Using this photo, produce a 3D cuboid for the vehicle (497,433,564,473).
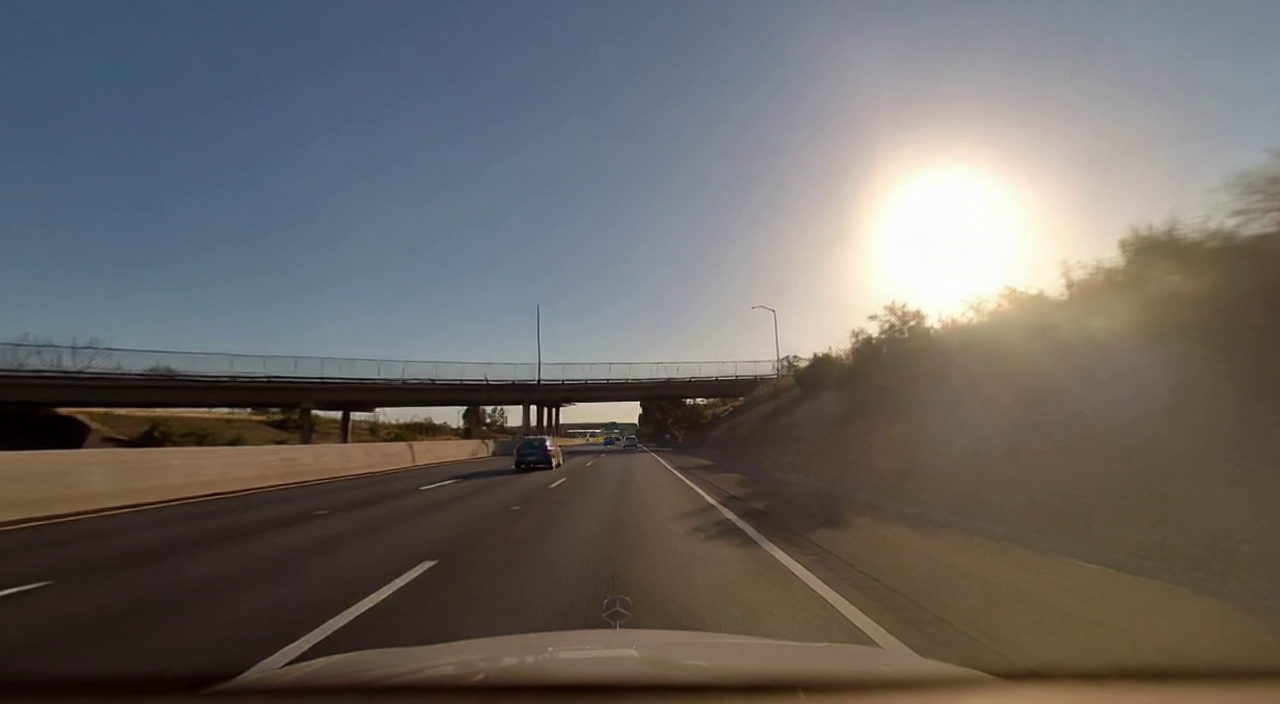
[{"bbox_3d":[-4.721,4.423,27.949,2.129,1.588,4.980,0,-8,0],"label":"vehicle"}]
